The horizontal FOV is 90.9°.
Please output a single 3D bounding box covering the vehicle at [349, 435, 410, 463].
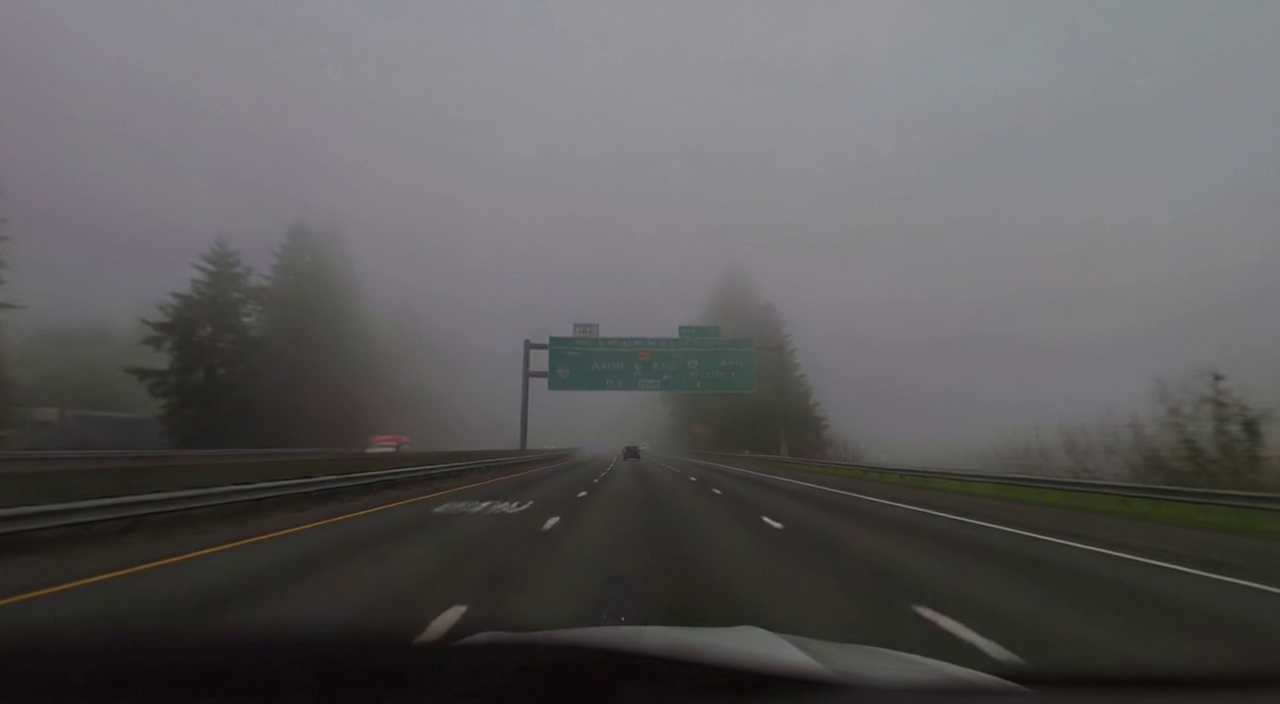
[{"bbox_3d":[-16.544,6.178,40.221,2.082,1.628,4.275,0,-9,-1],"label":"vehicle"}]
